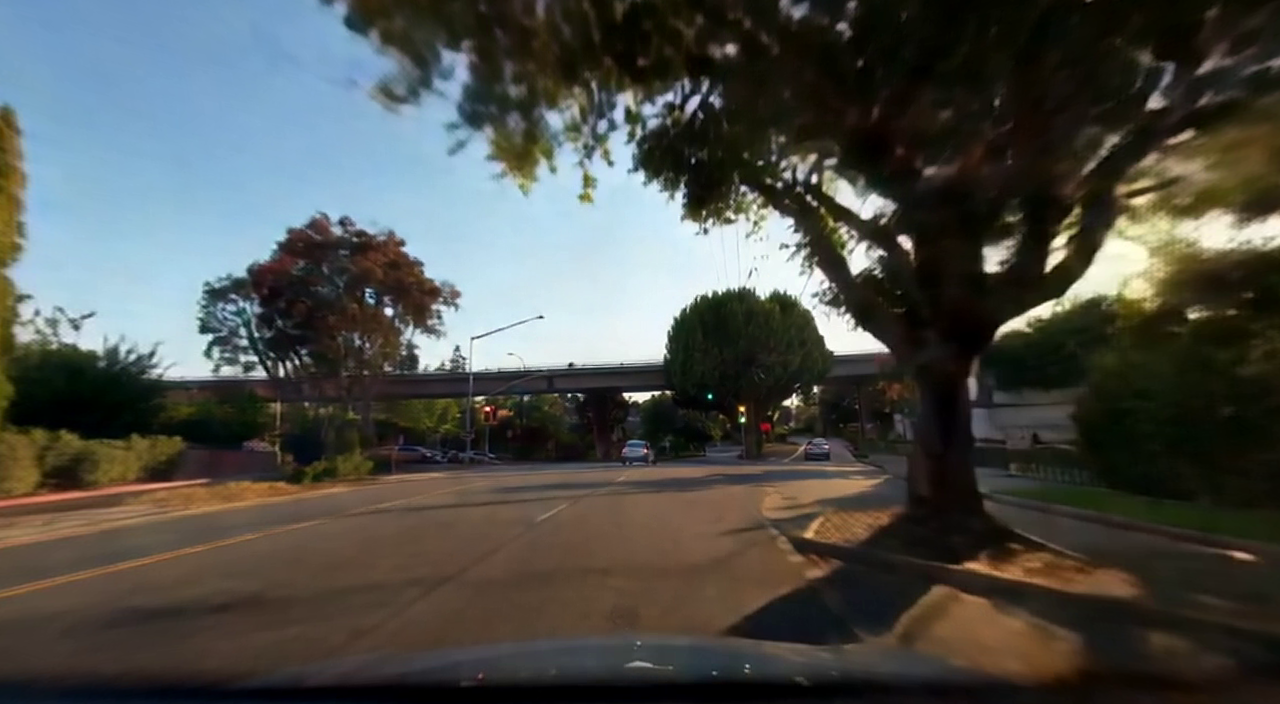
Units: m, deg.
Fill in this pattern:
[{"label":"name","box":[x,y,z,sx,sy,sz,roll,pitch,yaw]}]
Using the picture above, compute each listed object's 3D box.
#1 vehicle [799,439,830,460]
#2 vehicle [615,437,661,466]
[{"label":"vehicle","box":[13.308,7.401,48.022,2.058,1.475,4.587,-3,-9,18]},{"label":"vehicle","box":[-0.037,5.541,35.316,1.997,1.542,4.202,-1,-8,7]}]
